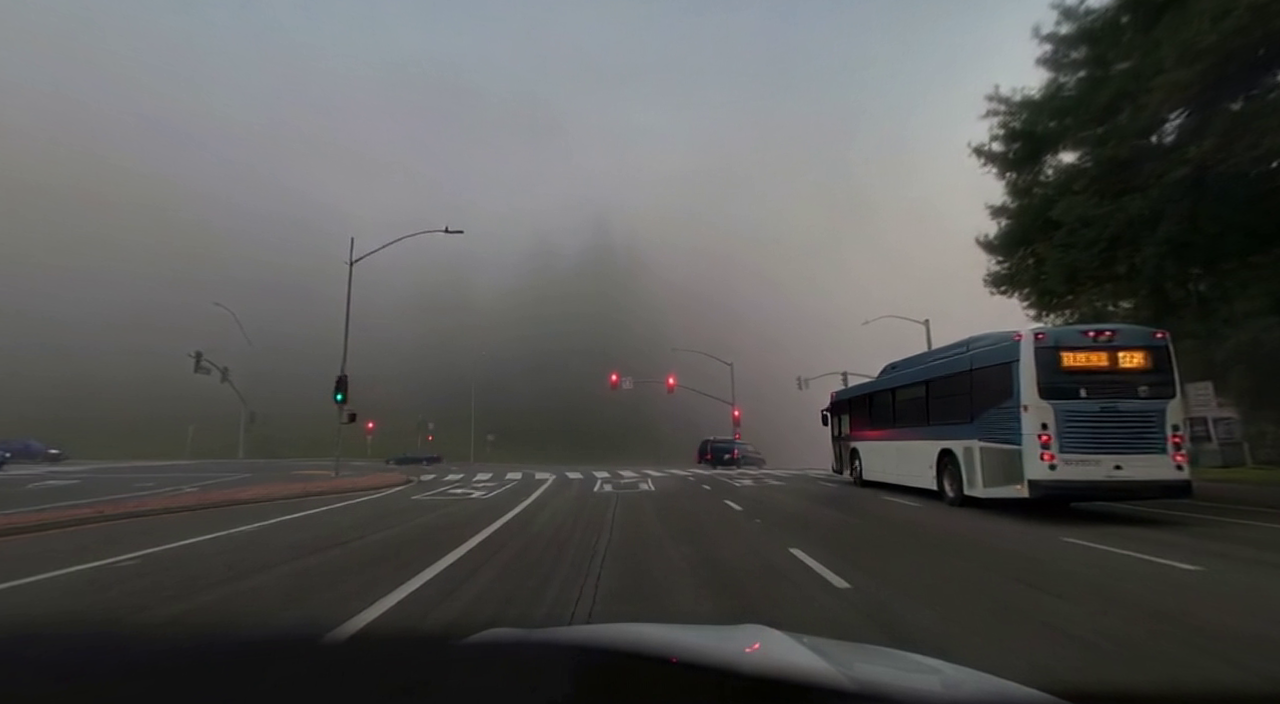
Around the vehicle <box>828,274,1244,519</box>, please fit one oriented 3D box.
[{"bbox_3d":[8.361,1.677,16.971,2.916,4.009,13.397,0,-9,2],"label":"vehicle"}]
